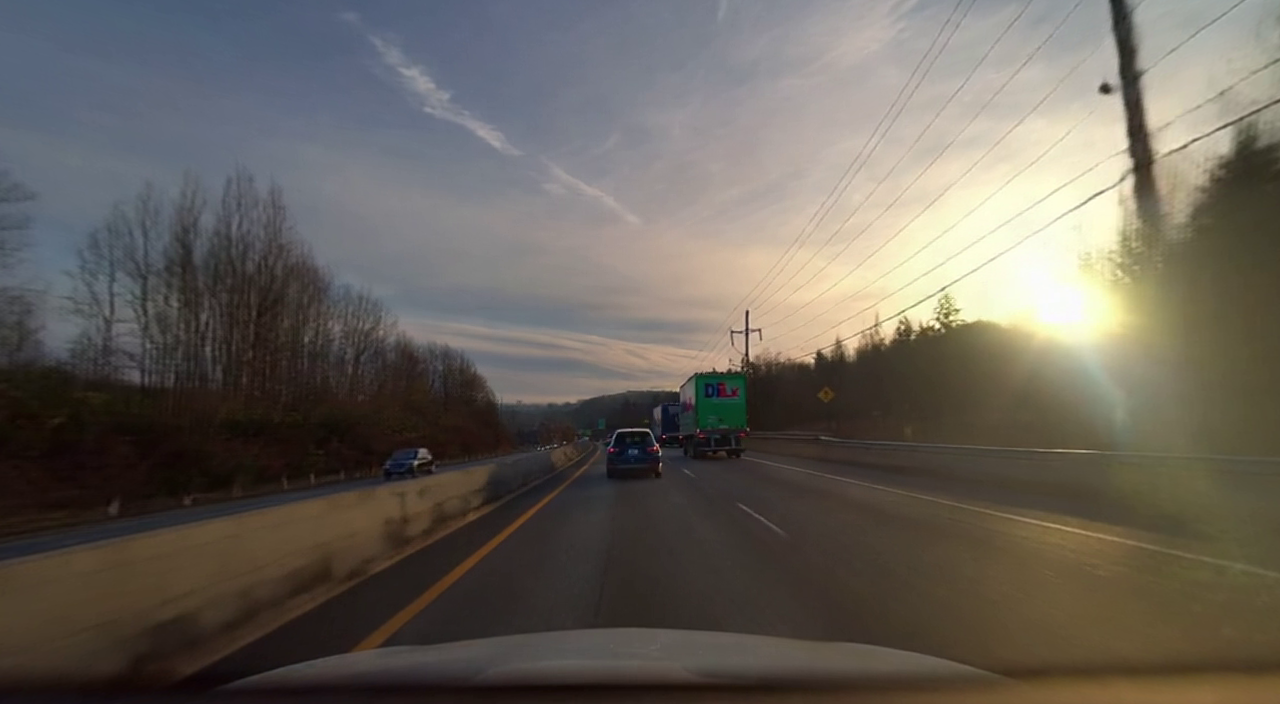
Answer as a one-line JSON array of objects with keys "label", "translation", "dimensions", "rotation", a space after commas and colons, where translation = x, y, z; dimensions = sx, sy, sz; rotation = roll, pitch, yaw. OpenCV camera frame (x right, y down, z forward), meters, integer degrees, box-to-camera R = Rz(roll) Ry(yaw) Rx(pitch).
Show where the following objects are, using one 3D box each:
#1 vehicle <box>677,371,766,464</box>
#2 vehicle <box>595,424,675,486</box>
[{"label": "vehicle", "translation": [3.650, 3.323, 30.773], "dimensions": [2.835, 3.872, 8.916], "rotation": [0, -8, -2]}, {"label": "vehicle", "translation": [-0.201, 2.938, 18.324], "dimensions": [2.062, 1.581, 3.914], "rotation": [0, -8, -2]}]
